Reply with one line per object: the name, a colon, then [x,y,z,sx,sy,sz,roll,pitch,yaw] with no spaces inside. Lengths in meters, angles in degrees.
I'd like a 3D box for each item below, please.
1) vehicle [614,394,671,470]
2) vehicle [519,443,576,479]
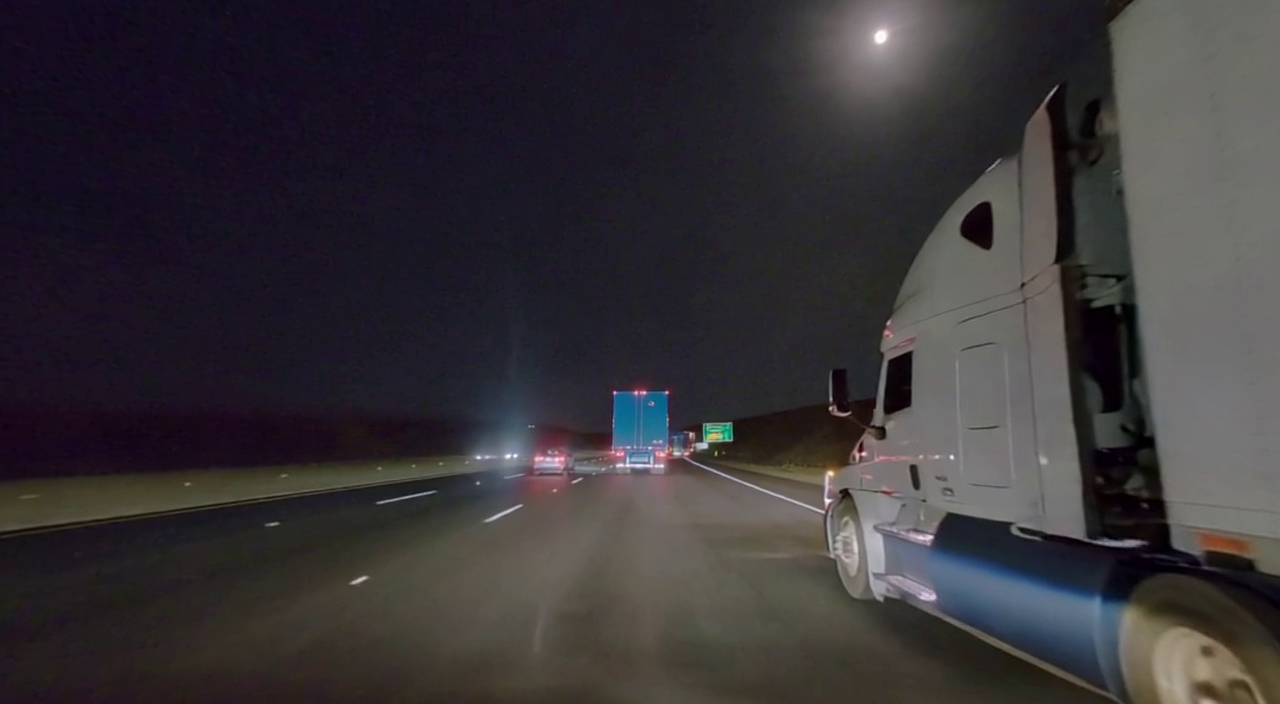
vehicle: [0.291,5.188,39.551,3.123,4.094,10.812,-1,-9,2]
vehicle: [-4.160,4.947,28.717,1.895,1.500,3.808,-1,-9,2]
